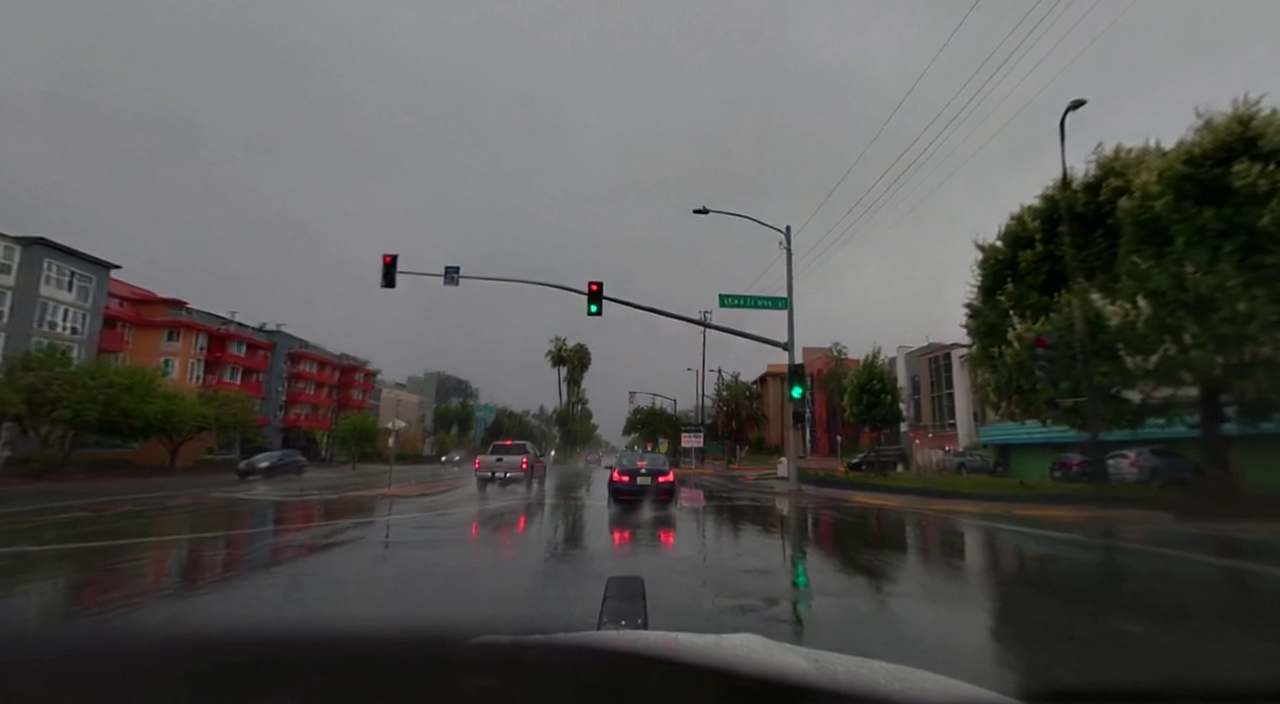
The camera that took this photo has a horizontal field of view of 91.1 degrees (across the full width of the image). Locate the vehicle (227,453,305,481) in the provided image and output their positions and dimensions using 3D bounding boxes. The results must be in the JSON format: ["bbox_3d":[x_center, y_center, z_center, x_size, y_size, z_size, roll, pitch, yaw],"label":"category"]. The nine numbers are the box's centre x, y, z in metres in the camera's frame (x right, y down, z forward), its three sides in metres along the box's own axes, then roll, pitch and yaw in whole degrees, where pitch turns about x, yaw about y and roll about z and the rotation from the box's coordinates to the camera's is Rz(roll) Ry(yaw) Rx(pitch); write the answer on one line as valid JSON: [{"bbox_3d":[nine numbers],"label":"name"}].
[{"bbox_3d":[-23.403,7.189,39.478,1.913,1.579,4.780,0,-9,0],"label":"vehicle"}]

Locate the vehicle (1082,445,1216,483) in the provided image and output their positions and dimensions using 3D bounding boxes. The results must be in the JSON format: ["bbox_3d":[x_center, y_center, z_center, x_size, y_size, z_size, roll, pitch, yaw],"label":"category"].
[{"bbox_3d":[23.653,5.175,29.308,1.908,1.626,4.559,9,-12,-44],"label":"vehicle"}]

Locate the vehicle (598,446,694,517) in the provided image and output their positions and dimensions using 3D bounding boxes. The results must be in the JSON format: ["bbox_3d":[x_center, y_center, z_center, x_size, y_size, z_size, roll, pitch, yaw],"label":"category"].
[{"bbox_3d":[0.079,3.197,16.039,2.122,1.562,4.152,0,-9,-2],"label":"vehicle"}]

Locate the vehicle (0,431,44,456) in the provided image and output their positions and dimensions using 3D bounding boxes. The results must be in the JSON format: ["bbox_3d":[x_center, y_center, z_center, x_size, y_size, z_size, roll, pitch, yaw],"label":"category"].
[{"bbox_3d":[-43.260,6.176,42.540,1.738,1.593,3.979,3,-10,-3],"label":"vehicle"}]

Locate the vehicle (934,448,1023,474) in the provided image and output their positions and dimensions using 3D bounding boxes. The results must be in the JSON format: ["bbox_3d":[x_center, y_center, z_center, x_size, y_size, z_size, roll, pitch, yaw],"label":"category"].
[{"bbox_3d":[26.192,8.450,48.709,5.602,1.903,2.128,0,-9,1],"label":"vehicle"}]

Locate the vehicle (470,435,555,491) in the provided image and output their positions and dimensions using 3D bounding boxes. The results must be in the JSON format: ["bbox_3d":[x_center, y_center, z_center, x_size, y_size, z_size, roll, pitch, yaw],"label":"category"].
[{"bbox_3d":[-5.176,4.631,26.519,2.447,2.062,5.911,0,-9,-1],"label":"vehicle"}]
